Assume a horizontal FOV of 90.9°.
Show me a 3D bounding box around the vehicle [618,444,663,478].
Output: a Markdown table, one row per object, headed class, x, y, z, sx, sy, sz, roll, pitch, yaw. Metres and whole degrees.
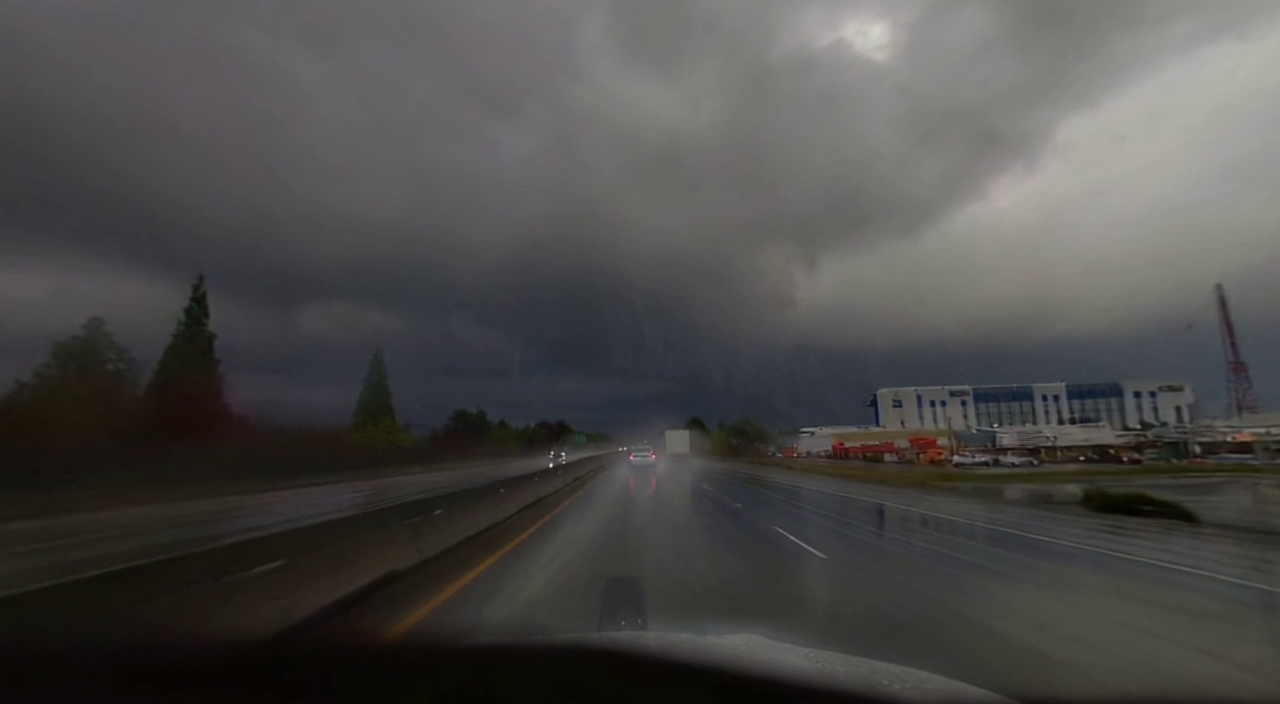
| class | x | y | z | sx | sy | sz | roll | pitch | yaw |
| --- | --- | --- | --- | --- | --- | --- | --- | --- | --- |
| vehicle | 0.019 | 5.287 | 30.732 | 2.045 | 1.527 | 4.023 | 0 | -9 | 0 |
